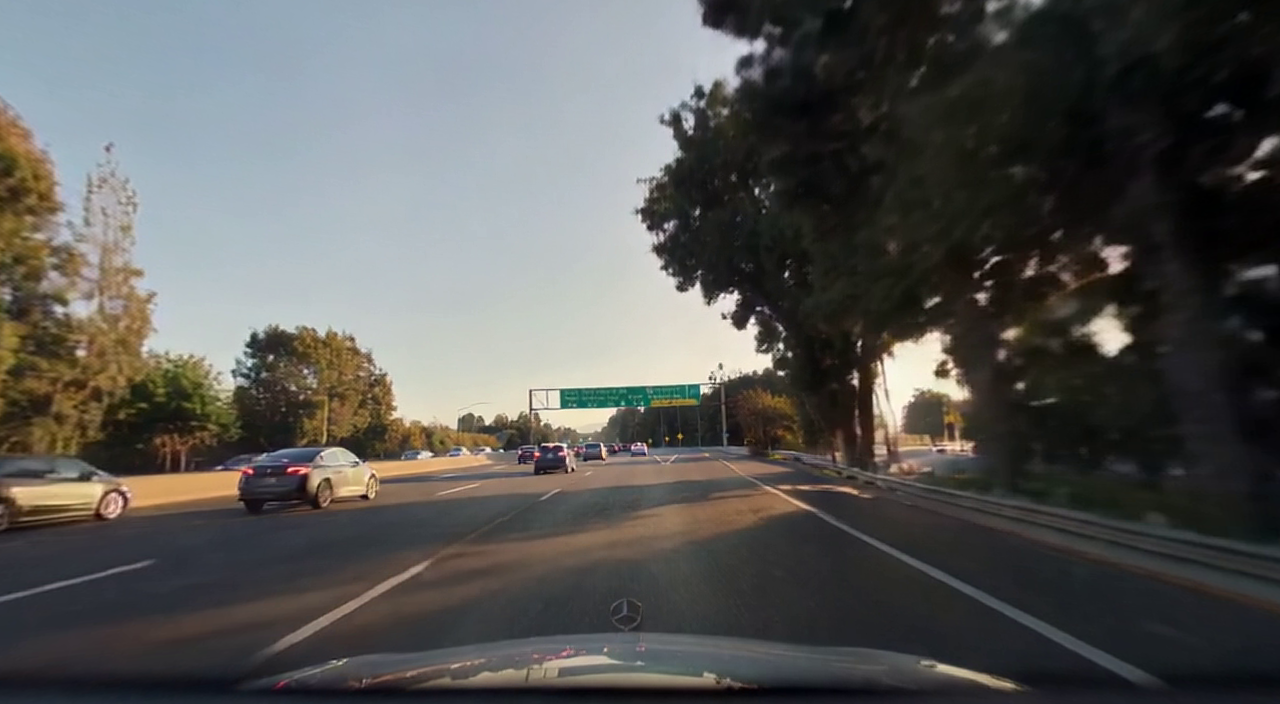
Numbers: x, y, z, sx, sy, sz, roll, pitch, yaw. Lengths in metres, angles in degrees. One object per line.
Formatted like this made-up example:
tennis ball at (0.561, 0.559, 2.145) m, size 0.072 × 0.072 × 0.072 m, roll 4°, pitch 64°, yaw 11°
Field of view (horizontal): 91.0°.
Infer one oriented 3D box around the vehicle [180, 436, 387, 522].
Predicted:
vehicle at (-7.921, 2.822, 14.663) m, size 2.071 × 1.661 × 4.540 m, roll 0°, pitch -8°, yaw 1°

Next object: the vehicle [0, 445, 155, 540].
vehicle at (-11.866, 2.538, 11.701) m, size 2.003 × 1.595 × 4.532 m, roll 0°, pitch -8°, yaw 1°

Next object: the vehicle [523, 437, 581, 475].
vehicle at (-4.258, 5.113, 31.117) m, size 2.158 × 1.717 × 4.375 m, roll 0°, pitch -8°, yaw 1°
